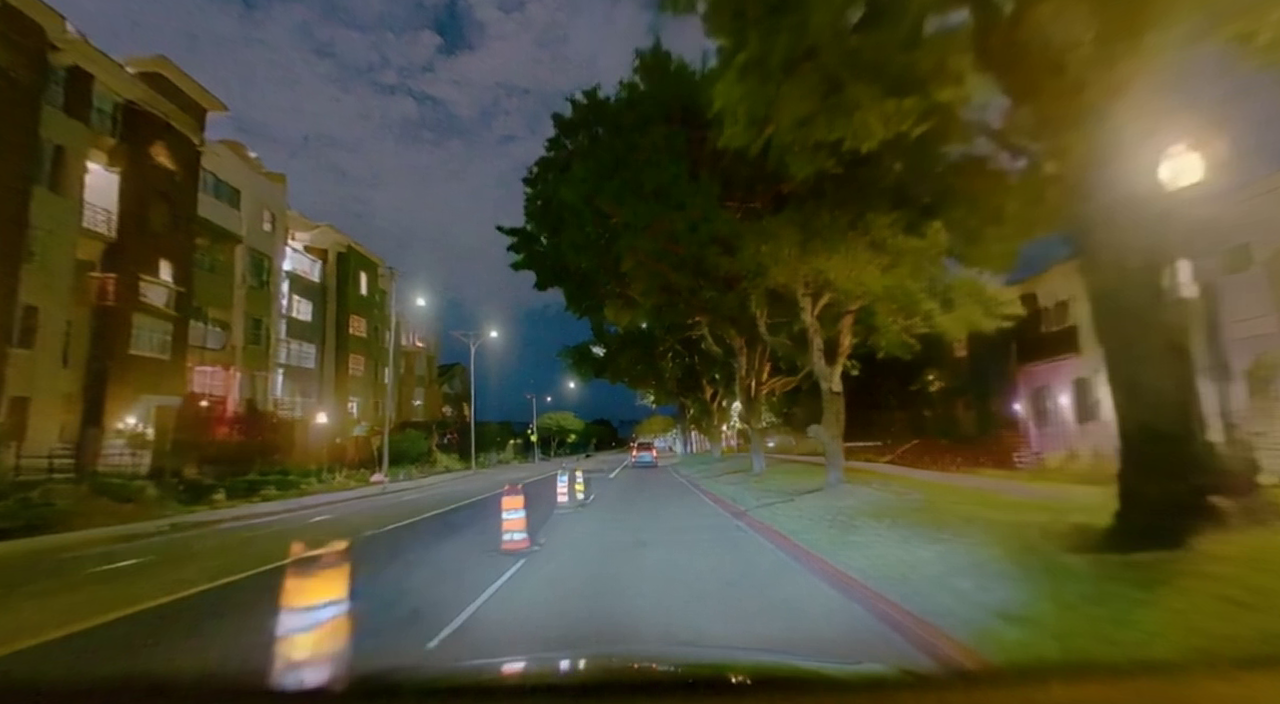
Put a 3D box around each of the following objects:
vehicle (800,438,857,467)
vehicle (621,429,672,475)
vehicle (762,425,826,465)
[{"bbox_3d":[10.551,5.649,35.580,1.698,1.548,2.969,4,-9,-17],"label":"vehicle"},{"bbox_3d":[0.206,4.817,30.558,2.169,2.015,5.206,0,-9,-2],"label":"vehicle"},{"bbox_3d":[9.709,6.060,40.552,2.253,2.306,6.753,0,-10,-2],"label":"vehicle"}]
